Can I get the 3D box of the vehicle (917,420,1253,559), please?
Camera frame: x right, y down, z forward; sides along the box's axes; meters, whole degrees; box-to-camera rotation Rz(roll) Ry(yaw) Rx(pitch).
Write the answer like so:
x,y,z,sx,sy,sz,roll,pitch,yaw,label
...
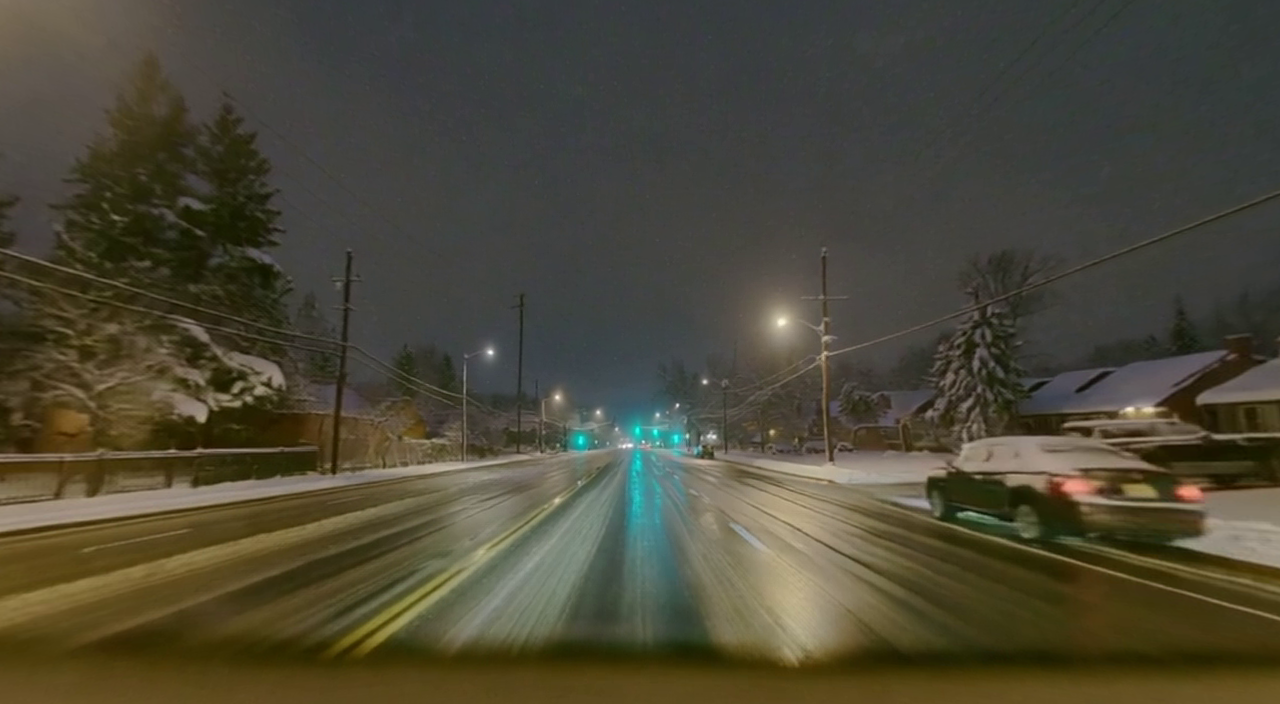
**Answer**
x,y,z,sx,sy,sz,roll,pitch,yaw,label
6.752,2.112,10.492,2.043,1.747,4.680,0,-9,-1,vehicle
